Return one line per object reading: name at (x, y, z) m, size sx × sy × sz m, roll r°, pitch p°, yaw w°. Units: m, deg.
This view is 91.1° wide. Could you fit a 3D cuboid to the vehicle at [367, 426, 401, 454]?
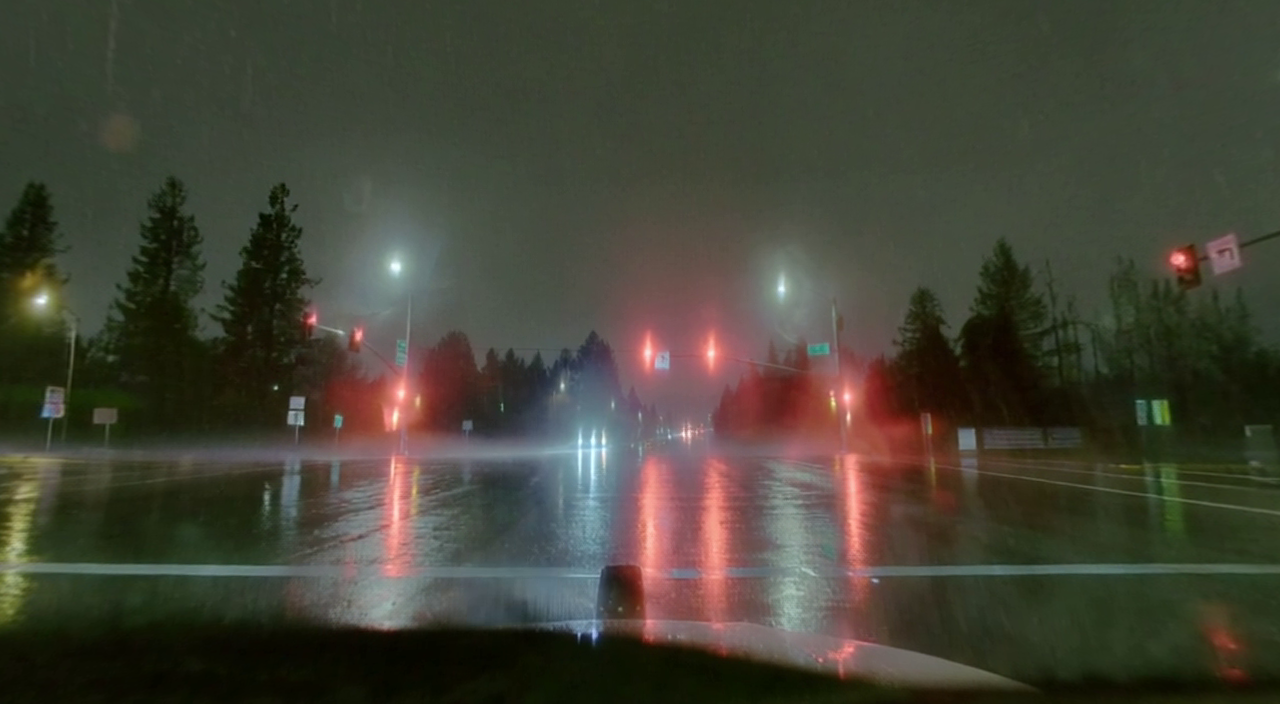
vehicle at (-19.954, 6.867, 48.892) m, size 1.873 × 2.079 × 2.879 m, roll 5°, pitch -10°, yaw -32°
